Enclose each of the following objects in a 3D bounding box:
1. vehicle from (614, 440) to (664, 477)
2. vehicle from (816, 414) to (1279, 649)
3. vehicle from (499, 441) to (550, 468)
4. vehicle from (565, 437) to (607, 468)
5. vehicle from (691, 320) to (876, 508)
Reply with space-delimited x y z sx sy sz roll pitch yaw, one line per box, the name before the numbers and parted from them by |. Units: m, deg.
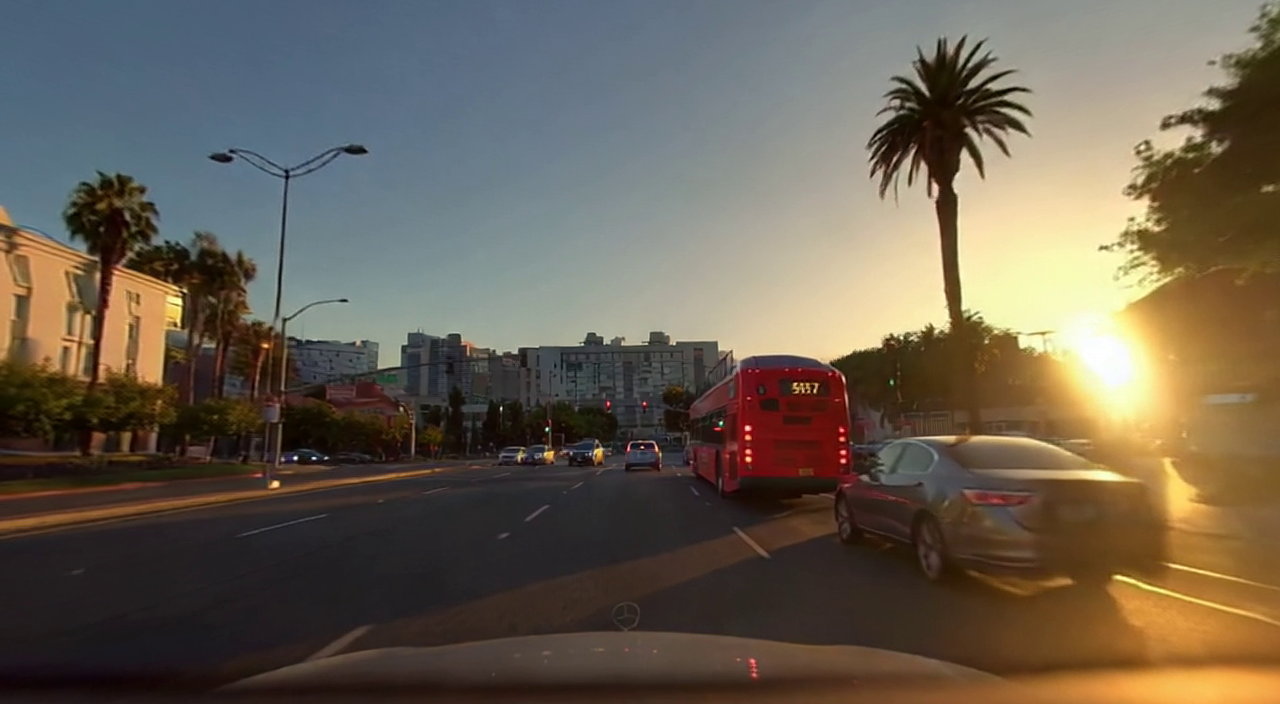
vehicle | -0.002 4.635 27.750 2.060 1.499 3.831 0 -9 1
vehicle | 3.610 1.561 6.743 1.965 1.519 5.078 0 -9 -1
vehicle | -6.754 6.062 37.525 1.927 1.480 4.832 0 -9 2
vehicle | -3.141 5.976 37.671 2.020 1.721 4.366 0 -9 2
vehicle | 3.581 2.312 20.320 2.970 4.015 13.606 0 -9 1
